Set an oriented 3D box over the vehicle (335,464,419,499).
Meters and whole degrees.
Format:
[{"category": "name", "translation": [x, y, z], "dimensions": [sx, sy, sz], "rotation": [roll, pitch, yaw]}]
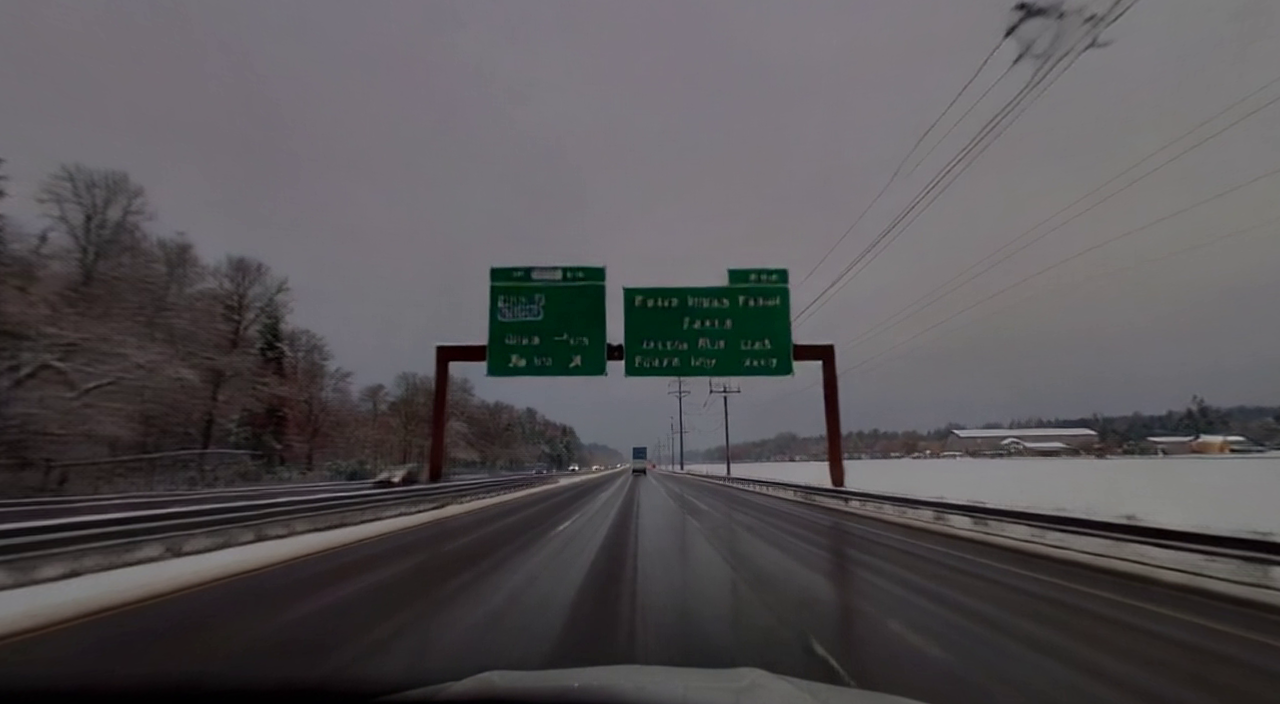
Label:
[{"category": "vehicle", "translation": [-12.078, 5.968, 29.290], "dimensions": [1.865, 1.450, 4.555], "rotation": [1, -10, 0]}]
